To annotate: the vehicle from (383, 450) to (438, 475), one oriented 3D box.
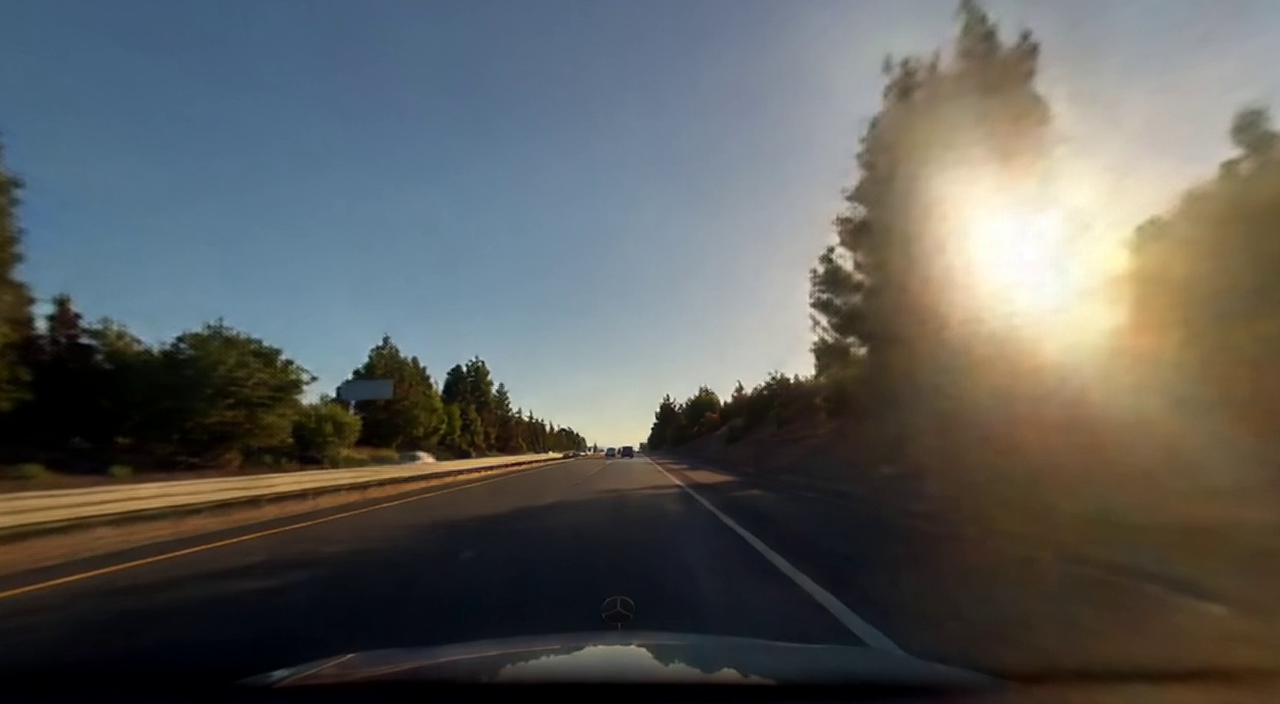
[{"bbox_3d":[-14.229,6.843,39.038,1.860,1.478,3.862,-1,-9,2],"label":"vehicle"}]
